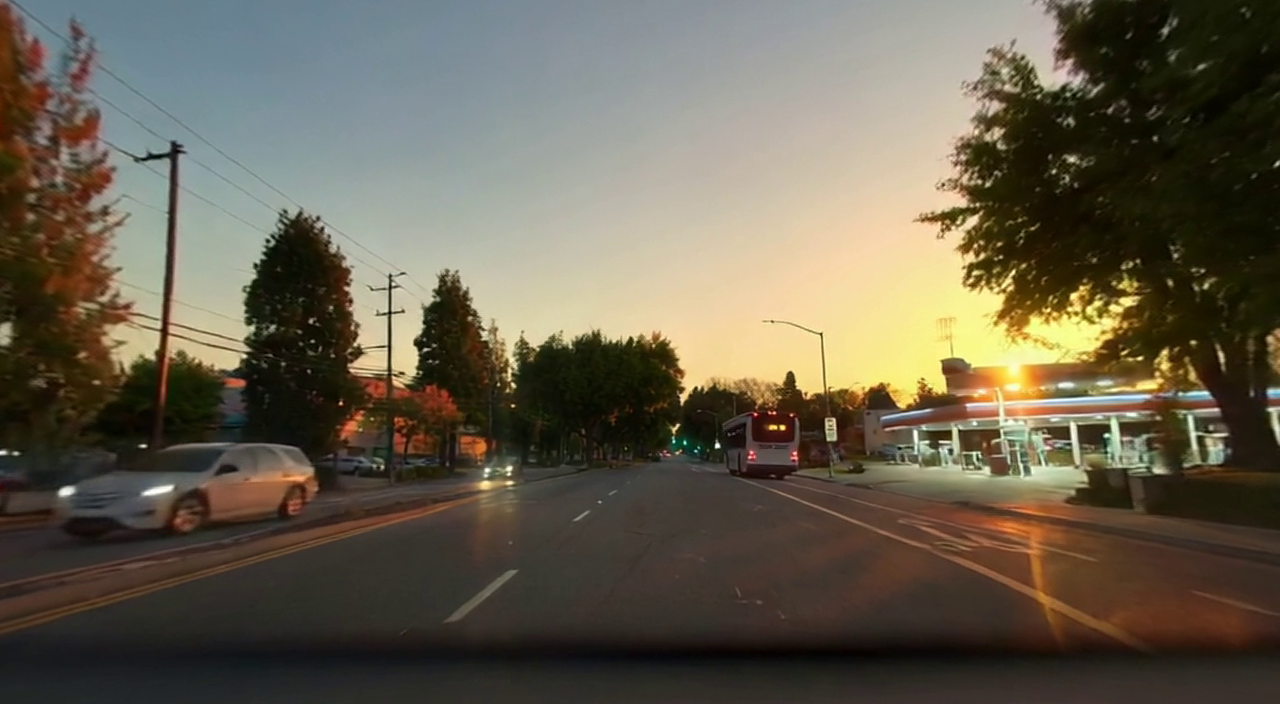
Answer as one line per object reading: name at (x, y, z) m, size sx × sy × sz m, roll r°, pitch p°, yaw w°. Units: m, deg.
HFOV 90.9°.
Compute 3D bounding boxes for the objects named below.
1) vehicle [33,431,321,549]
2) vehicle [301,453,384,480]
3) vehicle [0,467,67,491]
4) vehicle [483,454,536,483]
vehicle at (-7.934, 2.372, 11.446) m, size 1.982 × 1.722 × 4.070 m, roll -1°, pitch -9°, yaw 2°
vehicle at (-22.751, 8.712, 48.407) m, size 2.284 × 1.855 × 5.392 m, roll -4°, pitch -10°, yaw 27°
vehicle at (-43.060, 8.752, 43.334) m, size 2.287 × 1.527 × 4.946 m, roll -2°, pitch -10°, yaw 7°
vehicle at (-7.126, 6.390, 34.806) m, size 1.900 × 1.481 × 4.317 m, roll 0°, pitch -9°, yaw 1°
